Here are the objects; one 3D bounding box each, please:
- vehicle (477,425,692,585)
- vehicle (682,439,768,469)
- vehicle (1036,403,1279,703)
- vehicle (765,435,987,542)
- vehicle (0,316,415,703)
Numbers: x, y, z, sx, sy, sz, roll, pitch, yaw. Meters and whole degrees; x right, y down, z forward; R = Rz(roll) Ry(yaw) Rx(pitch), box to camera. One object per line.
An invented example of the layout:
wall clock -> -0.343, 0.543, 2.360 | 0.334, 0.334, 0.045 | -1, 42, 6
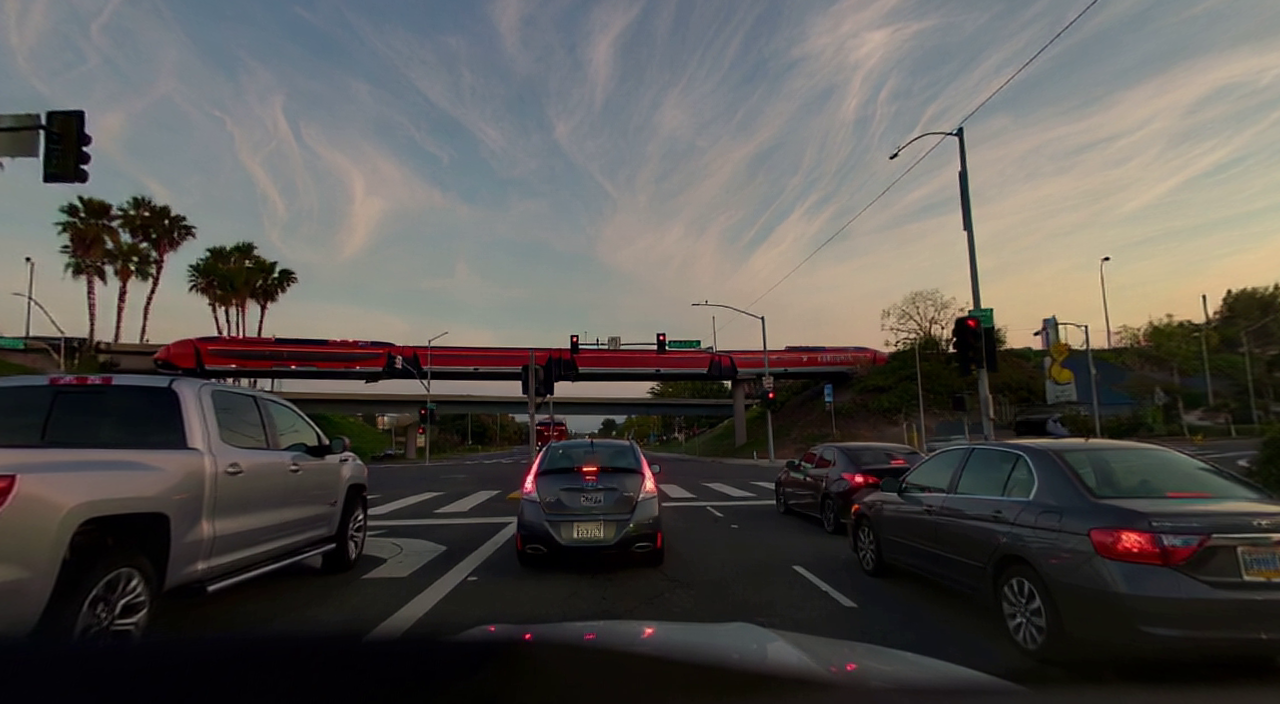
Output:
vehicle -> -0.632, 1.758, 8.114 | 2.035, 1.491, 4.090 | 0, -9, -3
vehicle -> 4.213, 5.137, 31.976 | 1.878, 1.428, 4.416 | 5, -10, -32
vehicle -> 3.890, 0.890, 2.195 | 2.052, 1.496, 4.541 | 0, -9, 0
vehicle -> 3.700, 2.211, 10.967 | 1.965, 1.448, 4.486 | 0, -9, -2
vehicle -> -3.823, 1.141, 5.098 | 2.078, 1.838, 5.448 | 0, -9, -1
